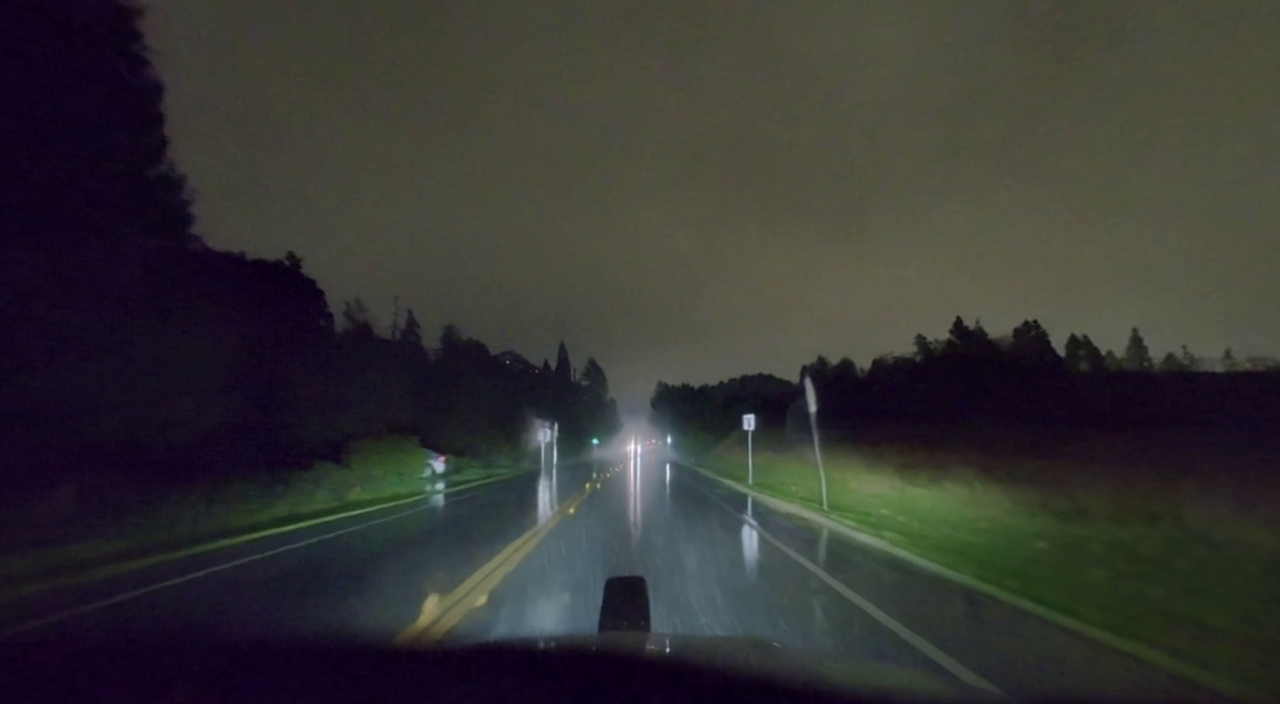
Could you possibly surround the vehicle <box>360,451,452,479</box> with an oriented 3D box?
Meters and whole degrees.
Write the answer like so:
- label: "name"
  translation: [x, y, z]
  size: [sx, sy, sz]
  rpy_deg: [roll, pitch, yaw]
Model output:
- label: "vehicle"
  translation: [-12.670, 6.124, 34.282]
  size: [4.266, 1.425, 1.759]
  rpy_deg: [1, -8, -2]
